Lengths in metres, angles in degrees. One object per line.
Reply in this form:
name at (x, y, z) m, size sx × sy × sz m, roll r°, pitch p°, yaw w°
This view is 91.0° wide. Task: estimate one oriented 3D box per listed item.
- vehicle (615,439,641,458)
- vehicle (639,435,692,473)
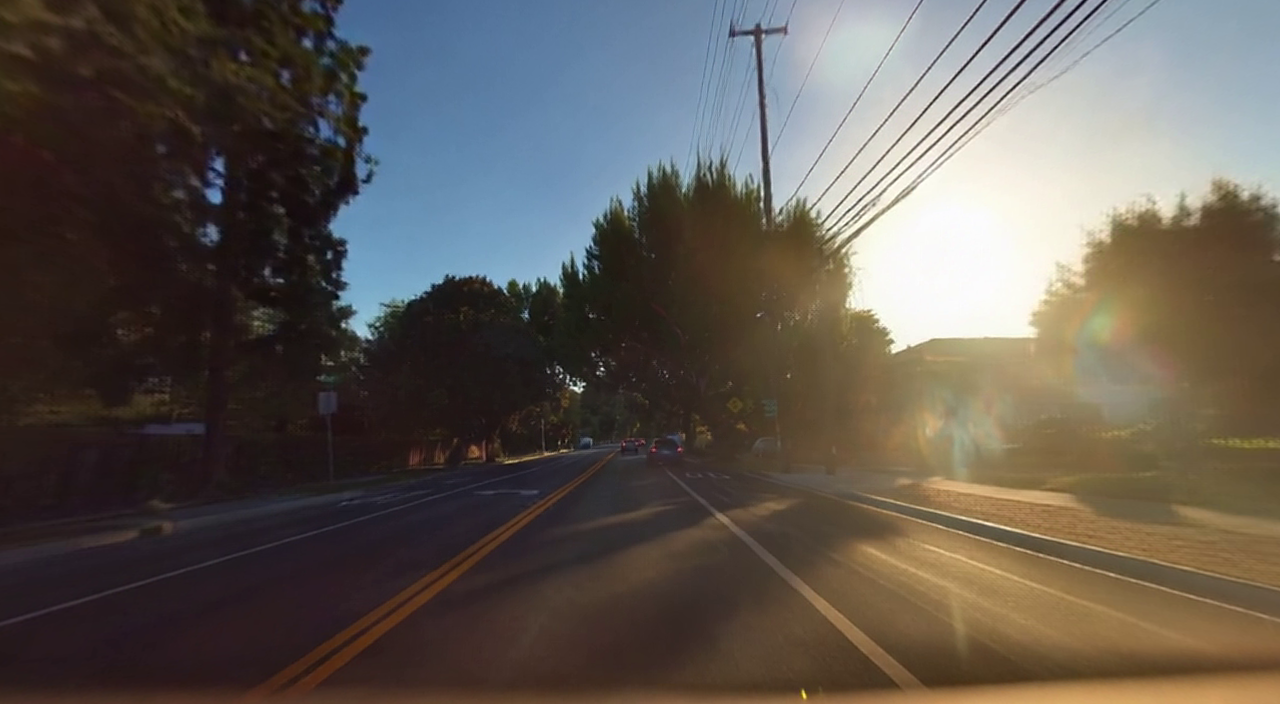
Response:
vehicle at (-0.907, 7.623, 49.667) m, size 1.927 × 1.453 × 3.848 m, roll 0°, pitch -8°, yaw 0°
vehicle at (1.017, 4.369, 27.030) m, size 1.975 × 1.497 × 3.647 m, roll 0°, pitch -8°, yaw -3°
